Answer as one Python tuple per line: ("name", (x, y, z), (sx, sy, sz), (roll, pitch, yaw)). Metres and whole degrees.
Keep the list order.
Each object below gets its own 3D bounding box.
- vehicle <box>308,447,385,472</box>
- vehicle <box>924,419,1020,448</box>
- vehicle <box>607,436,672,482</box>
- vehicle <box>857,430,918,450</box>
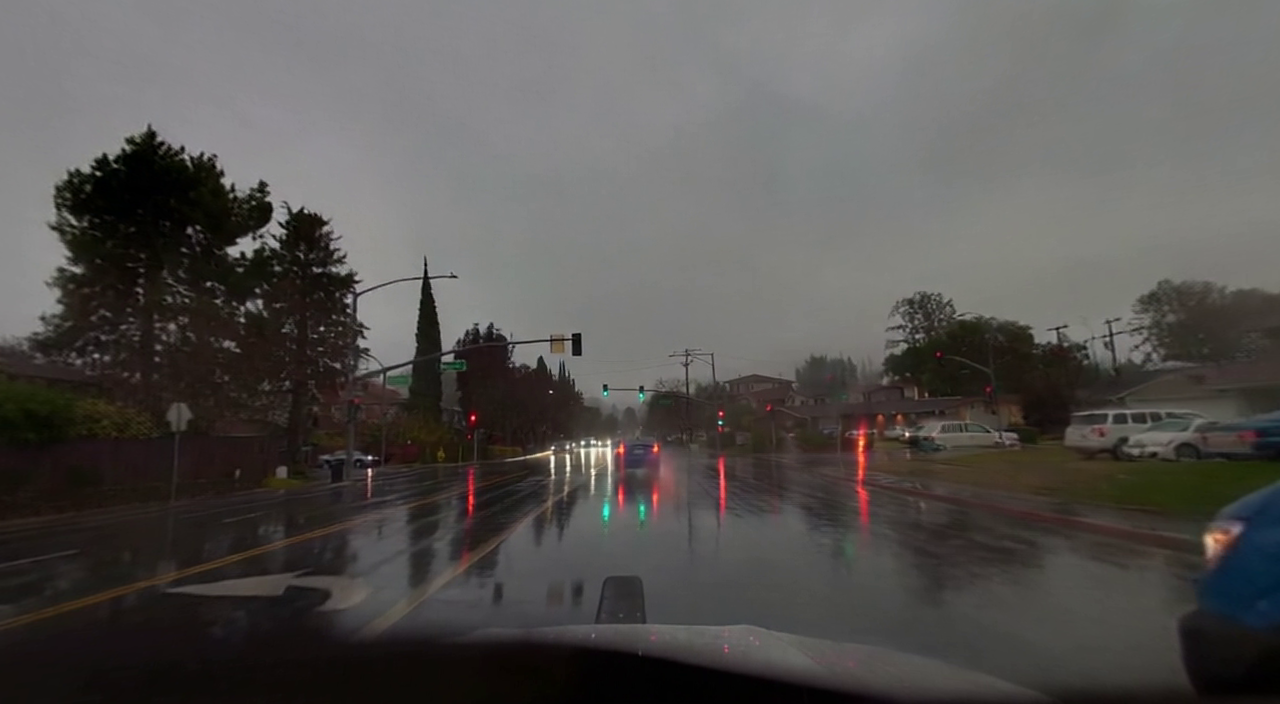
("vehicle", (-20.974, 7.714, 45.288), (4.588, 1.703, 1.879), (0, -9, 1))
("vehicle", (25.410, 6.293, 48.516), (6.041, 1.900, 2.349), (-1, -9, -6))
("vehicle", (-0.006, 3.753, 22.461), (2.104, 1.462, 3.991), (0, -9, 0))
("vehicle", (18.841, 6.743, 48.212), (3.949, 1.505, 1.766), (0, -9, 1))
